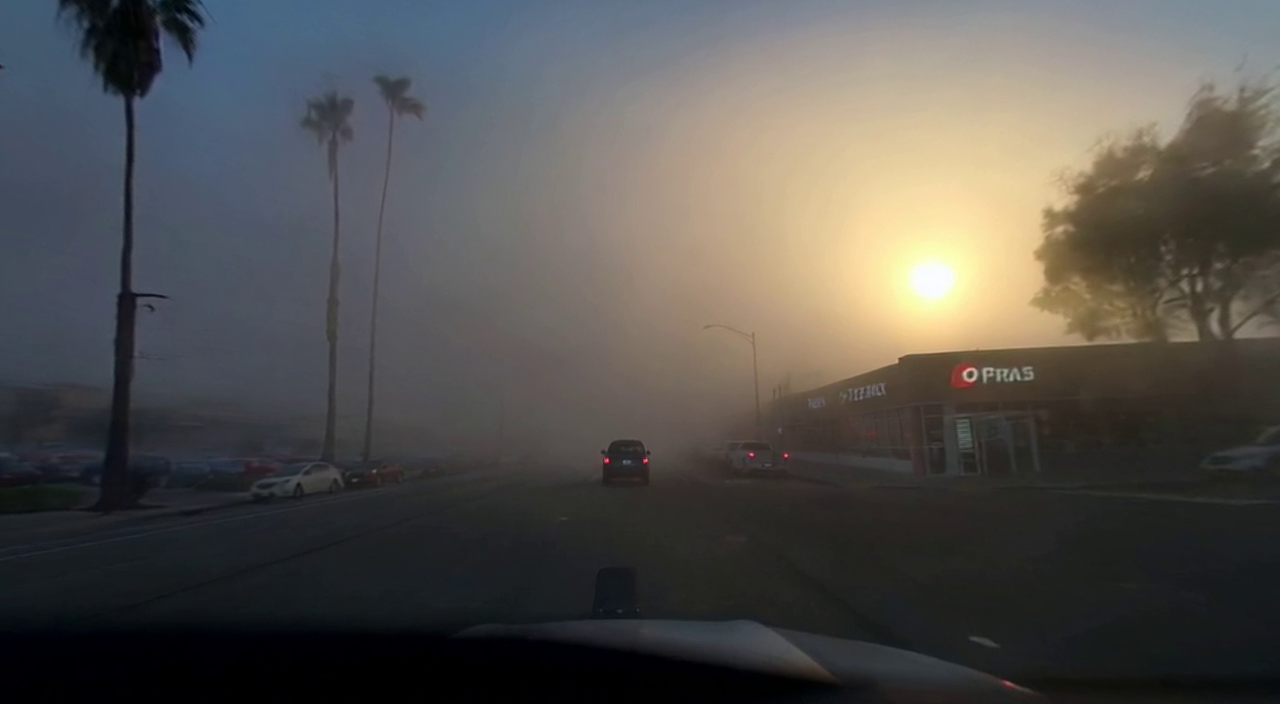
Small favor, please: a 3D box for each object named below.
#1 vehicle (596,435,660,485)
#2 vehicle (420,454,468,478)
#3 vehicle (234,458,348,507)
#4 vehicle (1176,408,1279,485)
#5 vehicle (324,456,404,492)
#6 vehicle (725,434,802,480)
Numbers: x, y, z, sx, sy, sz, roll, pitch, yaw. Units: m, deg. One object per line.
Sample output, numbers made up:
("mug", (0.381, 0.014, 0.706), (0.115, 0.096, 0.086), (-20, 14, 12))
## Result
("vehicle", (-0.440, 4.120, 24.276), (2.239, 1.763, 4.096), (0, -9, 0))
("vehicle", (-13.292, 7.730, 42.959), (1.840, 1.521, 4.450), (0, -9, 1))
("vehicle", (-13.201, 4.926, 24.173), (1.881, 1.484, 4.565), (-4, -9, -1))
("vehicle", (19.061, 2.656, 18.063), (5.096, 2.029, 2.324), (-2, -9, 0))
("vehicle", (-13.336, 5.886, 30.743), (1.968, 1.472, 4.345), (-2, -9, 0))
("vehicle", (5.605, 4.894, 29.537), (2.430, 1.924, 5.779), (0, -9, 0))
